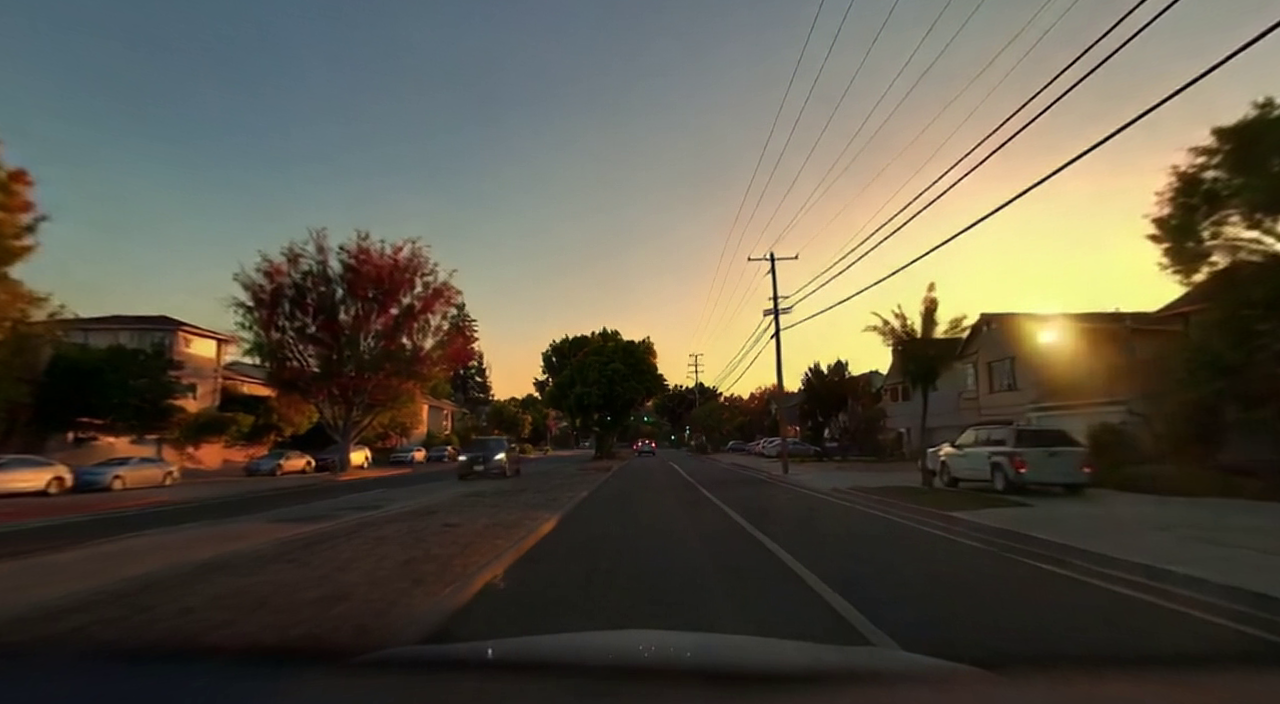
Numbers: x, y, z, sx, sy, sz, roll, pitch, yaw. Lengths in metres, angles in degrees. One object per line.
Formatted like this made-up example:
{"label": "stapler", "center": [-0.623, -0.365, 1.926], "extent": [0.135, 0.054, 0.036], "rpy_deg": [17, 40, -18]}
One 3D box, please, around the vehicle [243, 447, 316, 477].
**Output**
{"label": "vehicle", "center": [-20.176, 6.159, 35.472], "extent": [1.764, 1.570, 3.910], "rpy_deg": [0, -8, 0]}

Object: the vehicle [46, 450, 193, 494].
{"label": "vehicle", "center": [-20.496, 4.708, 25.137], "extent": [1.812, 1.501, 4.632], "rpy_deg": [0, -8, 1]}

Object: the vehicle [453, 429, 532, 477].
{"label": "vehicle", "center": [-6.429, 4.463, 28.095], "extent": [2.273, 1.952, 4.599], "rpy_deg": [0, -8, 2]}

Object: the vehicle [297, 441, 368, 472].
{"label": "vehicle", "center": [-20.218, 6.891, 41.692], "extent": [2.047, 1.898, 5.032], "rpy_deg": [0, -8, 1]}

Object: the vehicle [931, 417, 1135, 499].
{"label": "vehicle", "center": [11.284, 3.096, 18.756], "extent": [2.392, 2.063, 5.213], "rpy_deg": [1, -8, -5]}
